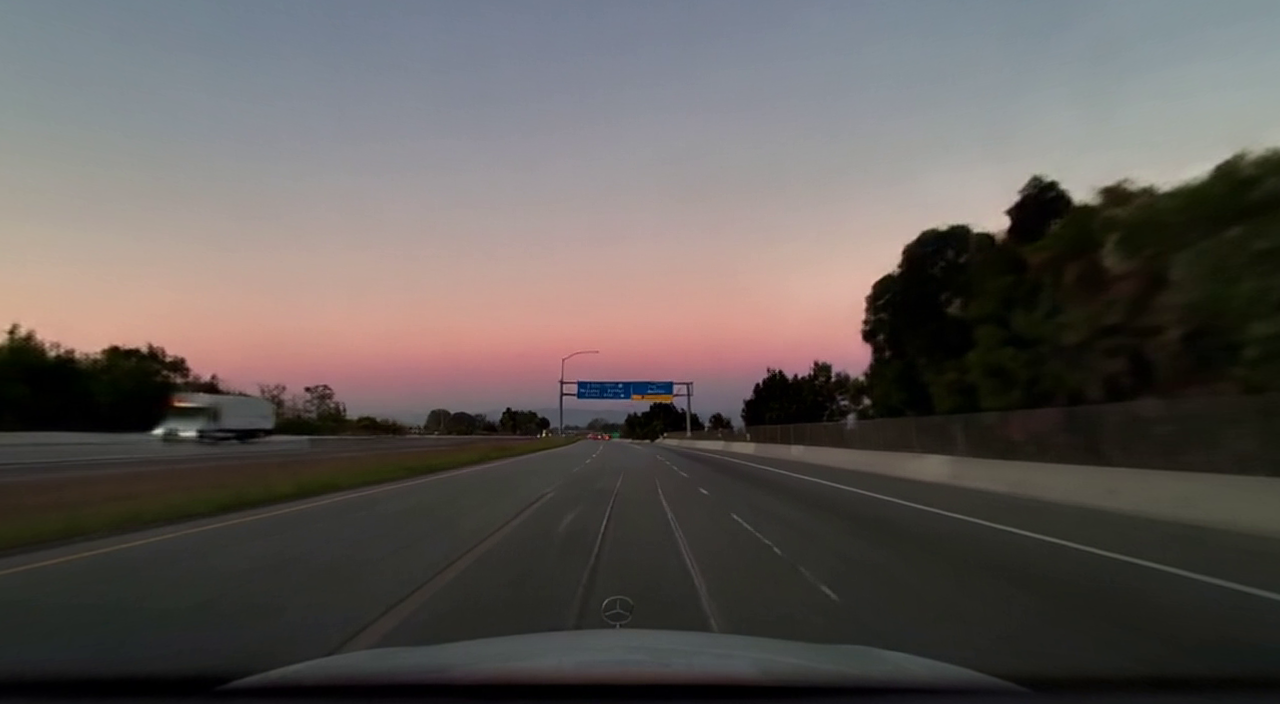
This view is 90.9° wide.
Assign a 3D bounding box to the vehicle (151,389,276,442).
[{"bbox_3d":[-26.795,4.181,40.167,2.725,2.979,7.785,0,-8,-3],"label":"vehicle"}]
